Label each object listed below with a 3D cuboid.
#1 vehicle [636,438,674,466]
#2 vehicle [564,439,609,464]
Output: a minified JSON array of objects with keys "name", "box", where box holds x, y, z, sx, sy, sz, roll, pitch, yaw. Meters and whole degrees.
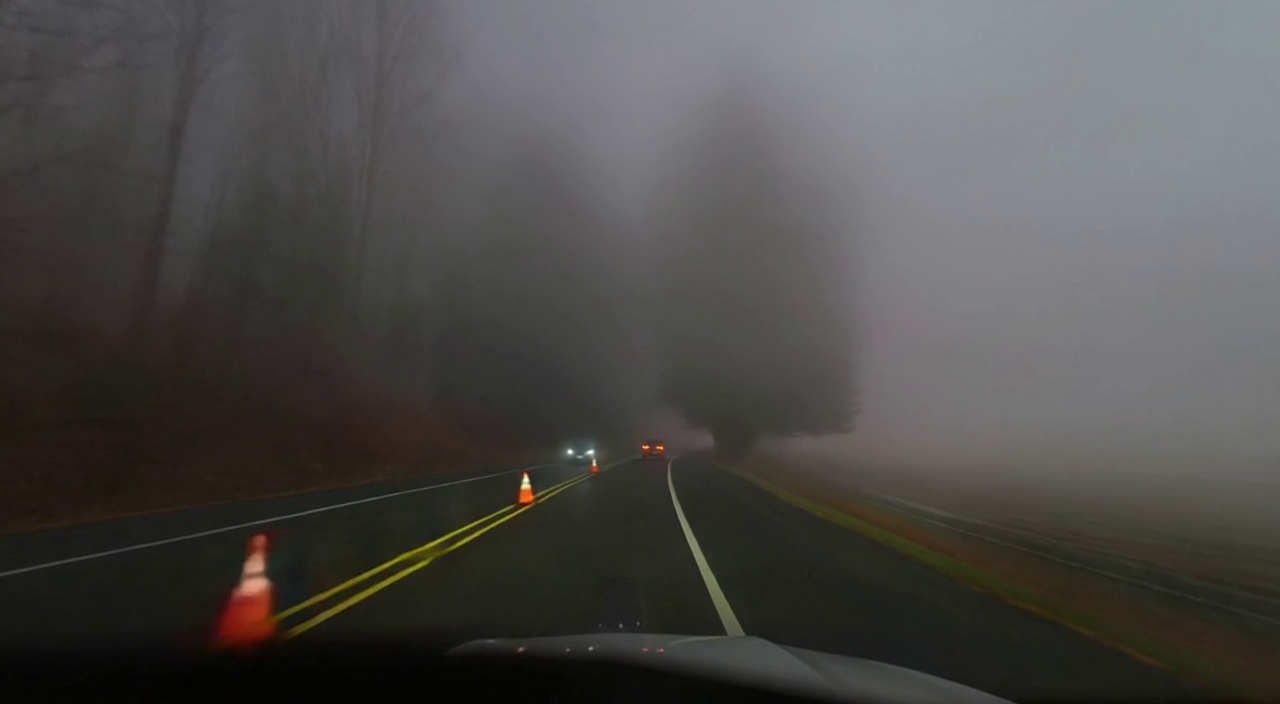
[{"name":"vehicle","box":[0.928,5.723,36.084,2.042,1.489,3.963,0,-9,3]},{"name":"vehicle","box":[-3.177,6.051,38.378,2.046,1.451,4.342,-1,-9,5]}]
